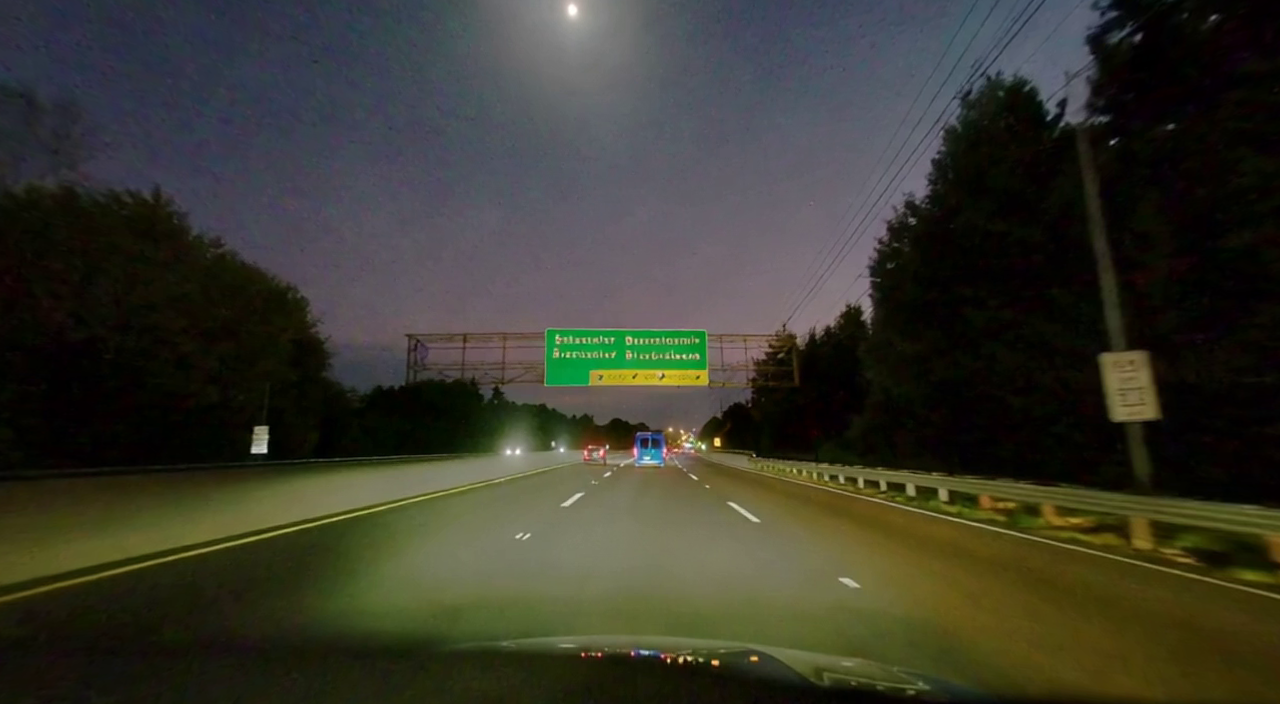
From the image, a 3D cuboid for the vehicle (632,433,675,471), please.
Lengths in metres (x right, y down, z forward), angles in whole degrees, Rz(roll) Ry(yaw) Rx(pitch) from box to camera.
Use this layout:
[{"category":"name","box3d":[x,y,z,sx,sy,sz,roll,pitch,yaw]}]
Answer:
[{"category":"vehicle","box3d":[0.783,5.687,35.856,2.261,1.969,5.104,0,-9,2]}]

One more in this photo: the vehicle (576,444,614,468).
[{"category":"vehicle","box3d":[-2.849,6.685,40.635,1.996,1.433,4.316,0,-9,2]}]
